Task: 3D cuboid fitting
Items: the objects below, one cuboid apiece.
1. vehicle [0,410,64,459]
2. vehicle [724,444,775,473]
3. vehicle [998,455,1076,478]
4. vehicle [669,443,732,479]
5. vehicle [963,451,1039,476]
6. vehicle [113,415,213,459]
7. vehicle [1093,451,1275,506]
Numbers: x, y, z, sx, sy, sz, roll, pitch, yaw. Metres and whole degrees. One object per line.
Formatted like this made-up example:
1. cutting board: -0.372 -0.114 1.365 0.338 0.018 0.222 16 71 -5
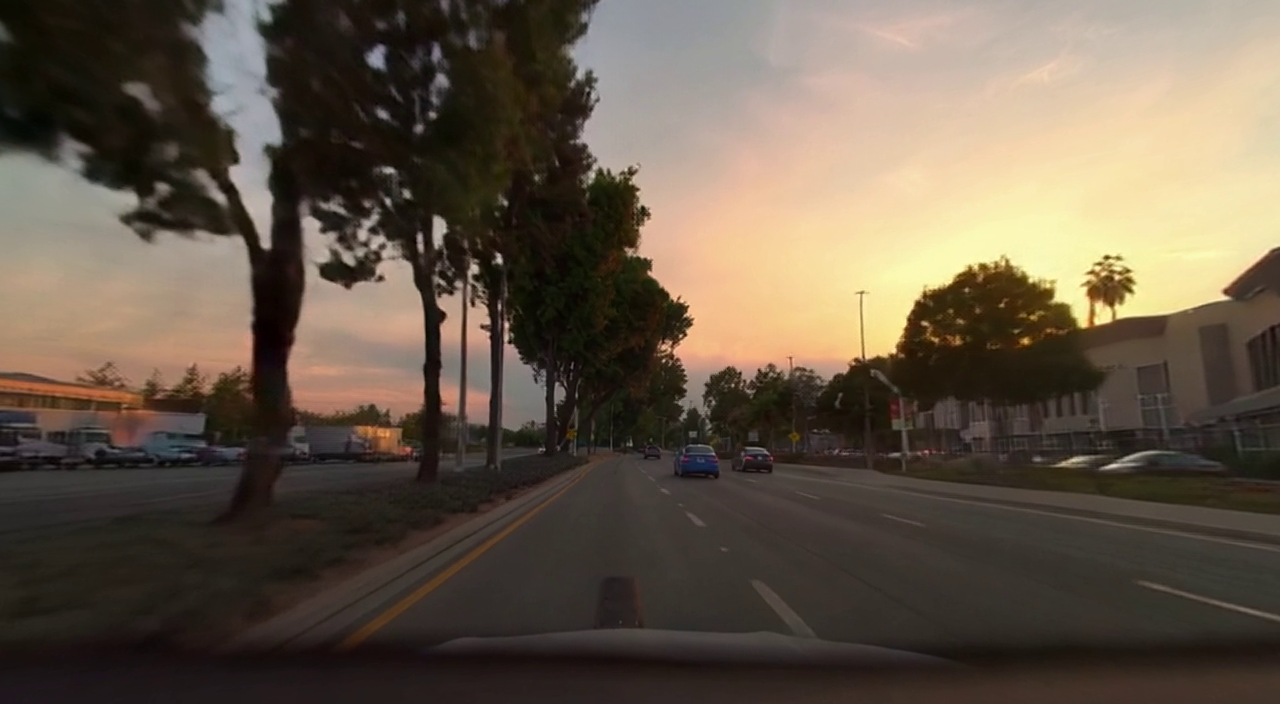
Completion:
1. vehicle: -43.671 5.652 43.490 2.718 3.175 6.649 4 -9 -16
2. vehicle: 6.068 5.914 35.237 1.886 1.528 4.169 1 -8 -3
3. vehicle: 26.955 7.752 42.727 4.390 1.474 1.851 2 -9 -13
4. vehicle: 2.631 4.899 28.580 2.256 1.451 4.313 1 -8 -3
5. vehicle: 26.319 8.122 45.909 4.586 1.665 1.968 2 -9 -11
6. vehicle: -34.369 6.238 45.739 2.858 2.981 6.850 2 -9 -11
7. vehicle: 16.822 3.865 19.537 4.486 1.532 1.939 3 -9 -14
